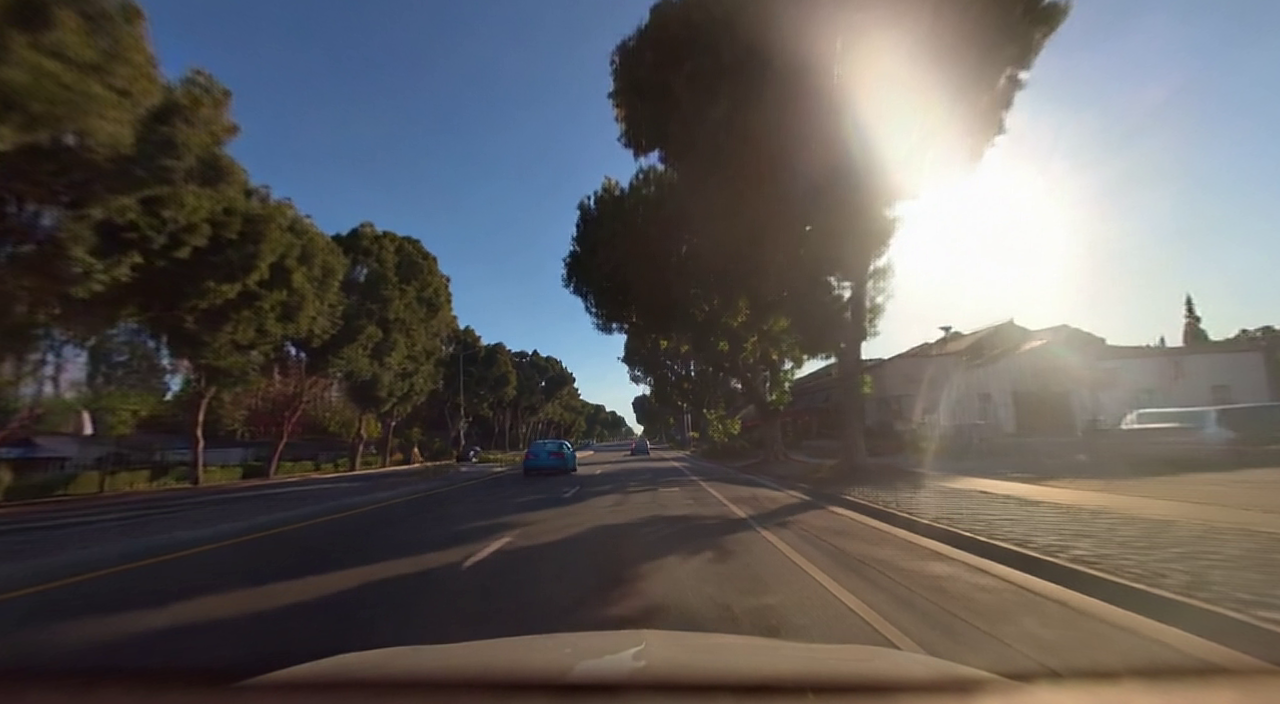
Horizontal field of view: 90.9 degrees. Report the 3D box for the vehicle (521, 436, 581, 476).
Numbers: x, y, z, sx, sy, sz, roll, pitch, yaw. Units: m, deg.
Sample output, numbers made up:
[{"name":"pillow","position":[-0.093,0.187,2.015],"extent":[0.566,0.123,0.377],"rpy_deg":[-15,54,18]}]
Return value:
[{"name":"vehicle","position":[-3.871,4.583,28.108],"extent":[1.914,1.630,4.351],"rpy_deg":[0,-8,1]}]
